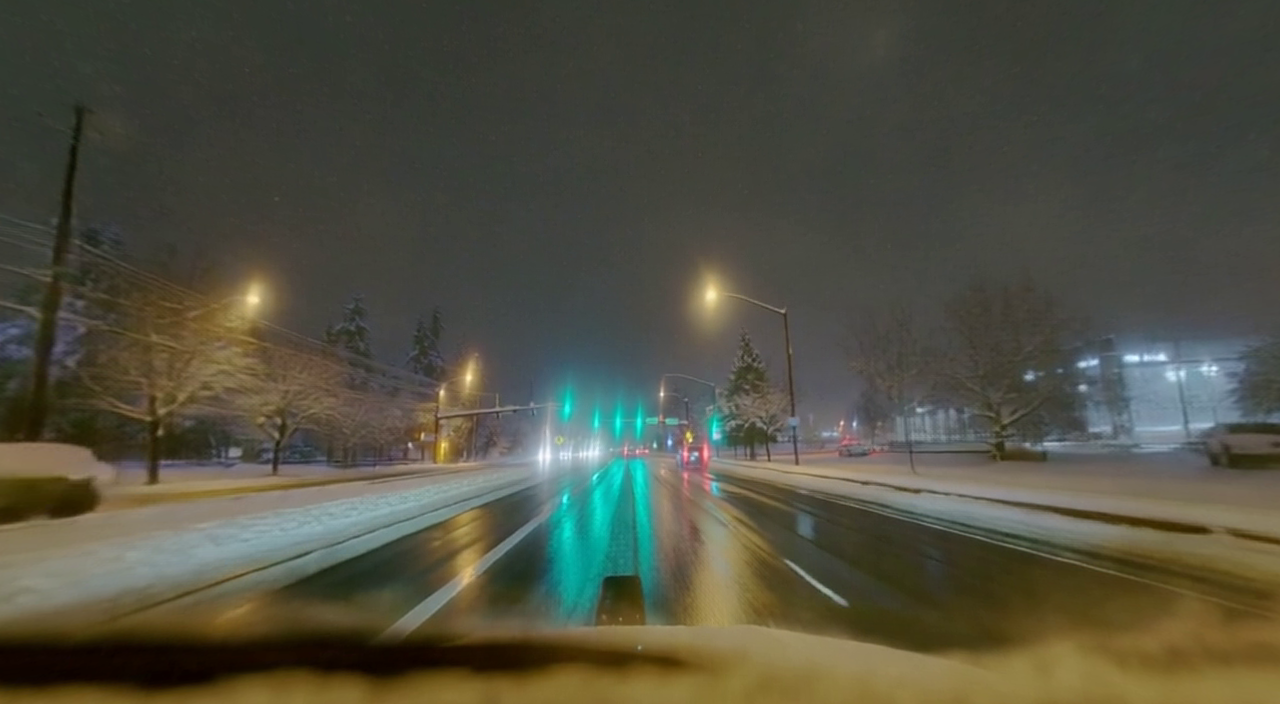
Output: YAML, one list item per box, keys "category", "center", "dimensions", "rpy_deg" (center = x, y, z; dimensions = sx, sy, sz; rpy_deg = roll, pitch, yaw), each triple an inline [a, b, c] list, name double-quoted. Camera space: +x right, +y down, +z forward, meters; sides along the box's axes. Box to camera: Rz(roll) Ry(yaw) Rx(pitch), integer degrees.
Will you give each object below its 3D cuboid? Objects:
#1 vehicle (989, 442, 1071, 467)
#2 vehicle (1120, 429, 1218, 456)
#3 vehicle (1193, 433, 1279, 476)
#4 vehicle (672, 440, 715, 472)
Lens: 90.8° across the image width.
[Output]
- category: "vehicle"
  center: [23.147, 6.081, 37.545]
  dimensions: [3.661, 1.417, 1.783]
  rpy_deg: [0, -8, -1]
- category: "vehicle"
  center: [34.307, 5.890, 41.056]
  dimensions: [4.444, 1.641, 2.006]
  rpy_deg: [0, -9, 0]
- category: "vehicle"
  center: [22.973, 3.686, 22.900]
  dimensions: [3.845, 1.471, 2.043]
  rpy_deg: [0, -8, 0]
- category: "vehicle"
  center: [3.120, 6.227, 37.970]
  dimensions: [2.069, 1.761, 4.610]
  rpy_deg: [0, -8, -1]
